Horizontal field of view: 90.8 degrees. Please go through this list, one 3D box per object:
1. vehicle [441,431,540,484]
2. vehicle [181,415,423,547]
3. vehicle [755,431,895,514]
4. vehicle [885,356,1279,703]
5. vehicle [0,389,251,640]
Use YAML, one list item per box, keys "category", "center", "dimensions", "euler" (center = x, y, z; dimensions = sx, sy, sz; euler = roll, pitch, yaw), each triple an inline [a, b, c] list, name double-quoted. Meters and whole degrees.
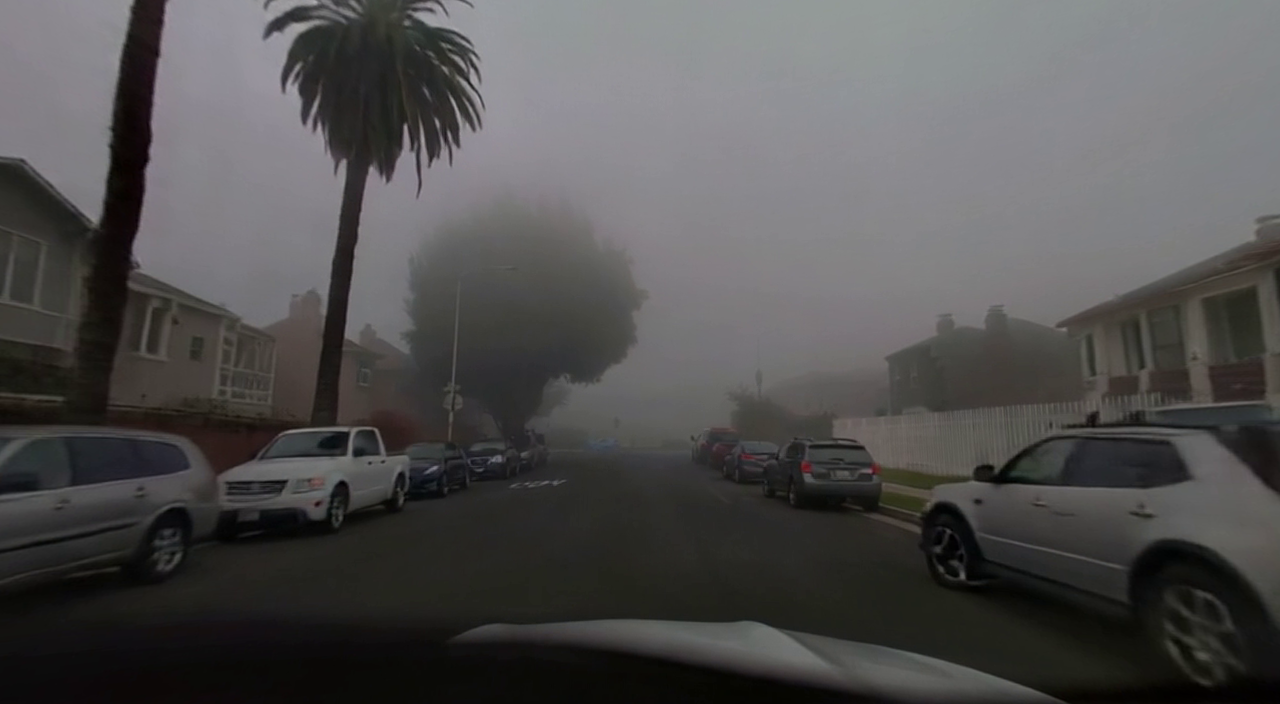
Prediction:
- category: "vehicle"
  center: [-5.640, 4.062, 24.808]
  dimensions: [2.316, 1.808, 5.876]
  euler: [0, -8, 1]
- category: "vehicle"
  center: [-5.686, 2.193, 11.553]
  dimensions: [1.963, 1.859, 4.884]
  euler: [0, -8, -4]
- category: "vehicle"
  center: [4.094, 2.721, 14.792]
  dimensions: [1.998, 1.649, 4.175]
  euler: [0, -8, 0]
- category: "vehicle"
  center: [3.847, 1.196, 4.617]
  dimensions: [2.116, 1.817, 4.652]
  euler: [0, -8, -1]
- category: "vehicle"
  center: [-5.660, 1.308, 5.420]
  dimensions: [1.947, 1.803, 4.381]
  euler: [0, -8, -2]
